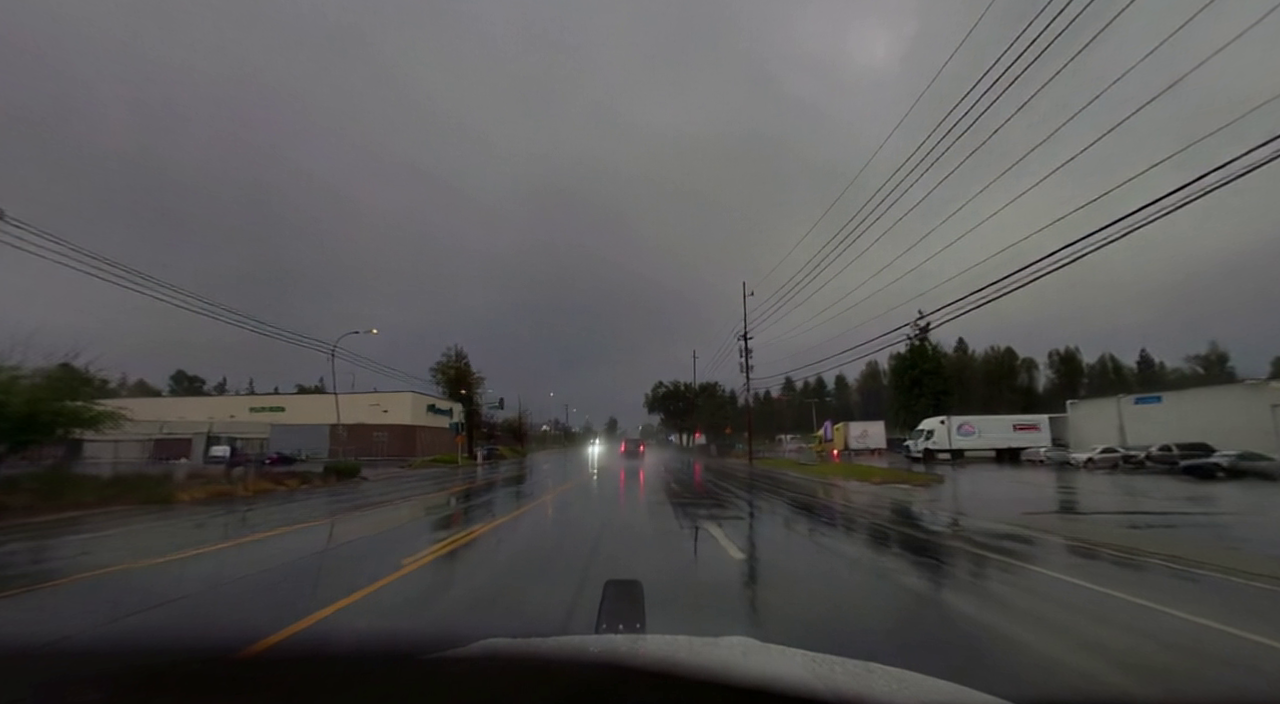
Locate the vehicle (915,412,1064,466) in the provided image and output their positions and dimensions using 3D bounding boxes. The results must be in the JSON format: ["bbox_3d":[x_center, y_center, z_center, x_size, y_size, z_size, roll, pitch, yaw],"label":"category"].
[{"bbox_3d":[24.665,6.208,44.968,8.701,3.665,2.906,0,-8,1],"label":"vehicle"}]

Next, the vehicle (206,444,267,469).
[{"bbox_3d":[-31.606,8.138,49.460,4.992,1.876,2.169,-6,-10,35],"label":"vehicle"}]

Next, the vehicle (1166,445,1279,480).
[{"bbox_3d":[25.798,4.755,27.420,4.134,1.441,1.836,-1,-8,2],"label":"vehicle"}]

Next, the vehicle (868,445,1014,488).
[{"bbox_3d":[11.768,4.486,24.954,4.758,1.496,1.871,-1,-9,-1],"label":"vehicle"}]

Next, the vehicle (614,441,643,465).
[{"bbox_3d":[-0.753,7.057,44.208,1.937,1.588,3.746,0,-8,0],"label":"vehicle"}]
